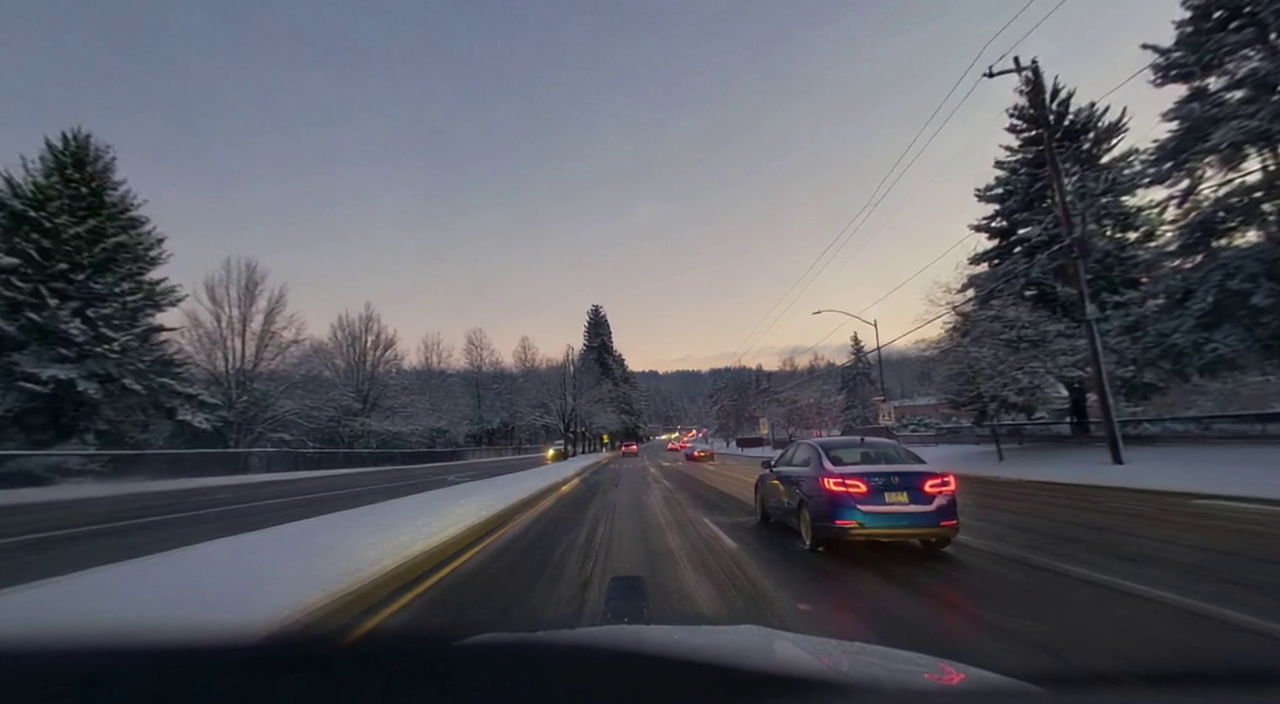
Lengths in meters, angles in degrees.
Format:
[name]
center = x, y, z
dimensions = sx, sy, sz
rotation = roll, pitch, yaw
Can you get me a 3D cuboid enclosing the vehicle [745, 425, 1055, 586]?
[vehicle]
center = 2.781, 1.741, 8.052
dimensions = 2.063, 1.481, 4.247
rotation = 0, -8, -1
